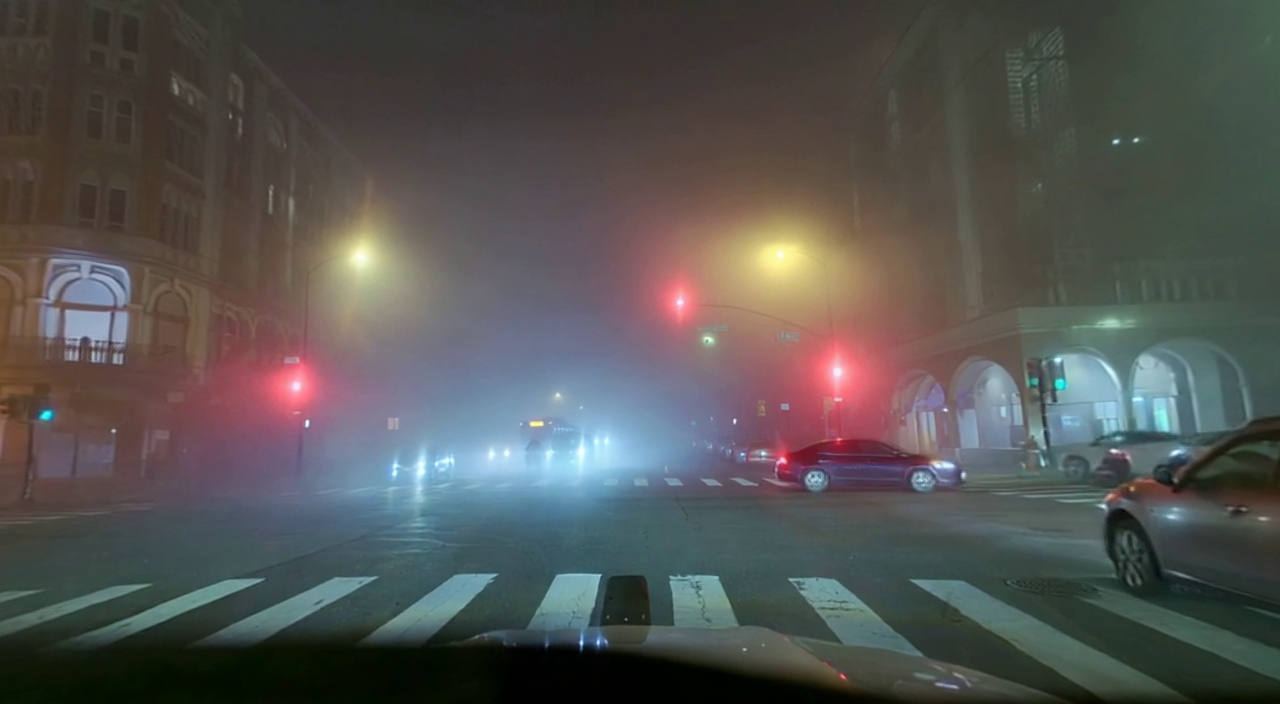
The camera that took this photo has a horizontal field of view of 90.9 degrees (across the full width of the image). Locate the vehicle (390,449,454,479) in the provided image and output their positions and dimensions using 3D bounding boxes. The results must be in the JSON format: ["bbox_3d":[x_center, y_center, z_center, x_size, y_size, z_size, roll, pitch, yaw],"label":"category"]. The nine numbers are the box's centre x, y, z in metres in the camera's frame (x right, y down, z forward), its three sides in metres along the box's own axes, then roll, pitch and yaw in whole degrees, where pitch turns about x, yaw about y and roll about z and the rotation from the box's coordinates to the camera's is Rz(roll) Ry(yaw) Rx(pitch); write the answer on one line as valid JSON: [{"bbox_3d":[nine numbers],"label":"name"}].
[{"bbox_3d":[-11.924,6.114,34.799,1.998,1.505,4.405,0,-8,0],"label":"vehicle"}]

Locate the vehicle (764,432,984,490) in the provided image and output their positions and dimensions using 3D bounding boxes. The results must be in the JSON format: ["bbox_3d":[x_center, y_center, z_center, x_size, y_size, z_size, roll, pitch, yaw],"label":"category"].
[{"bbox_3d":[6.202,2.977,17.440,5.388,1.465,2.050,-2,-9,11],"label":"vehicle"}]

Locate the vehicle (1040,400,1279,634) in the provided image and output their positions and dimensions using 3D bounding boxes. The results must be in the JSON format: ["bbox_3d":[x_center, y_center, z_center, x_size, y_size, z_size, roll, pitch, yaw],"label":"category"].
[{"bbox_3d":[5.140,1.112,4.352,1.912,1.505,4.889,-1,-8,5],"label":"vehicle"}]

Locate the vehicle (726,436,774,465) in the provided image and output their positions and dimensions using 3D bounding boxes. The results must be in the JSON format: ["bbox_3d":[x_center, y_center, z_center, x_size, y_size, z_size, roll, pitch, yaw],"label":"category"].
[{"bbox_3d":[6.252,5.648,36.308,1.926,1.574,3.961,0,-8,-2],"label":"vehicle"}]

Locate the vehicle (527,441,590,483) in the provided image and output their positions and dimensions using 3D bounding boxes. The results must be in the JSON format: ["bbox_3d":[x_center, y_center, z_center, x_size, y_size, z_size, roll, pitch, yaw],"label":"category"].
[{"bbox_3d":[-2.957,4.087,23.728,1.904,1.402,4.759,0,-8,-2],"label":"vehicle"}]
